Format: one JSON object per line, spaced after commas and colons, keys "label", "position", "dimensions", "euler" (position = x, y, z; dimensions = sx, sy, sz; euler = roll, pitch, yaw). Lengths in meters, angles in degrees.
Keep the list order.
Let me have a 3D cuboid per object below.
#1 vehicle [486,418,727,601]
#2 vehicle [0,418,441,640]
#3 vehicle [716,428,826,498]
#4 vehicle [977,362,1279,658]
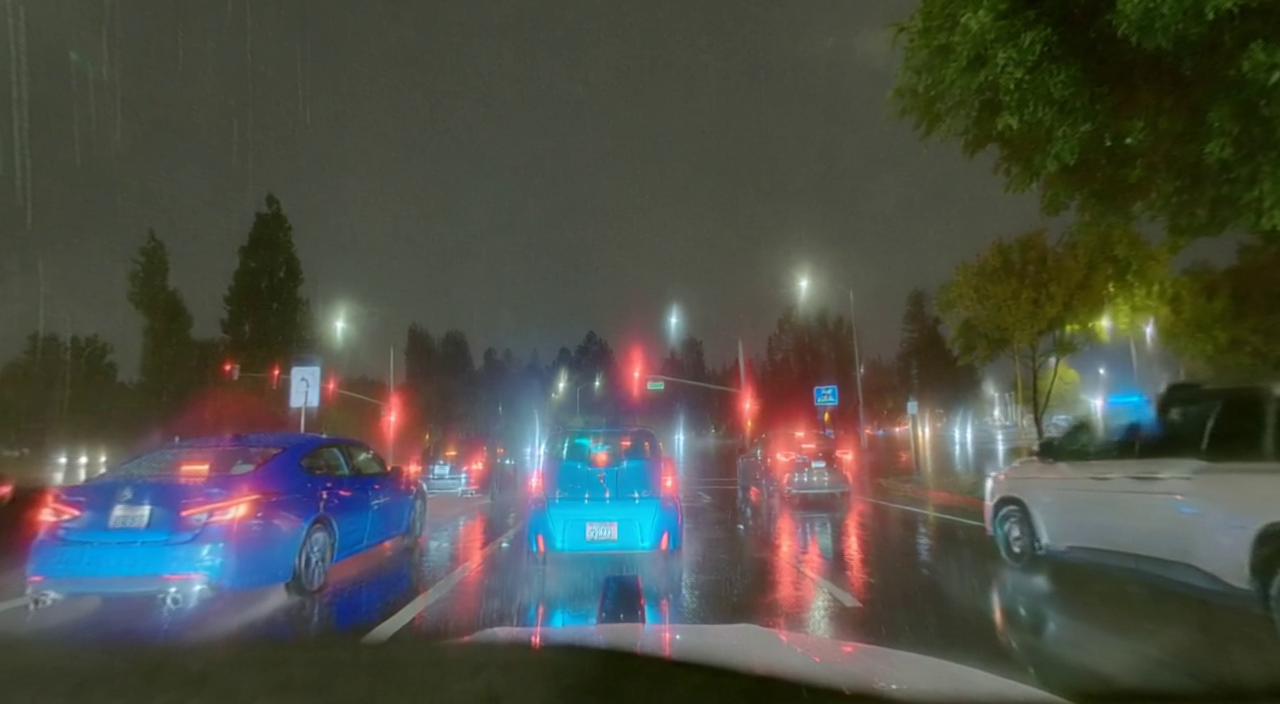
{"label": "vehicle", "position": [-0.345, 1.645, 7.535], "dimensions": [2.045, 1.533, 4.183], "euler": [0, -8, -2]}
{"label": "vehicle", "position": [-3.802, 1.525, 6.544], "dimensions": [2.074, 1.485, 4.395], "euler": [0, -8, 0]}
{"label": "vehicle", "position": [3.445, 3.008, 17.513], "dimensions": [2.028, 1.678, 4.220], "euler": [0, -8, -2]}
{"label": "vehicle", "position": [4.807, 1.061, 4.600], "dimensions": [2.038, 1.750, 4.535], "euler": [0, -8, -2]}
